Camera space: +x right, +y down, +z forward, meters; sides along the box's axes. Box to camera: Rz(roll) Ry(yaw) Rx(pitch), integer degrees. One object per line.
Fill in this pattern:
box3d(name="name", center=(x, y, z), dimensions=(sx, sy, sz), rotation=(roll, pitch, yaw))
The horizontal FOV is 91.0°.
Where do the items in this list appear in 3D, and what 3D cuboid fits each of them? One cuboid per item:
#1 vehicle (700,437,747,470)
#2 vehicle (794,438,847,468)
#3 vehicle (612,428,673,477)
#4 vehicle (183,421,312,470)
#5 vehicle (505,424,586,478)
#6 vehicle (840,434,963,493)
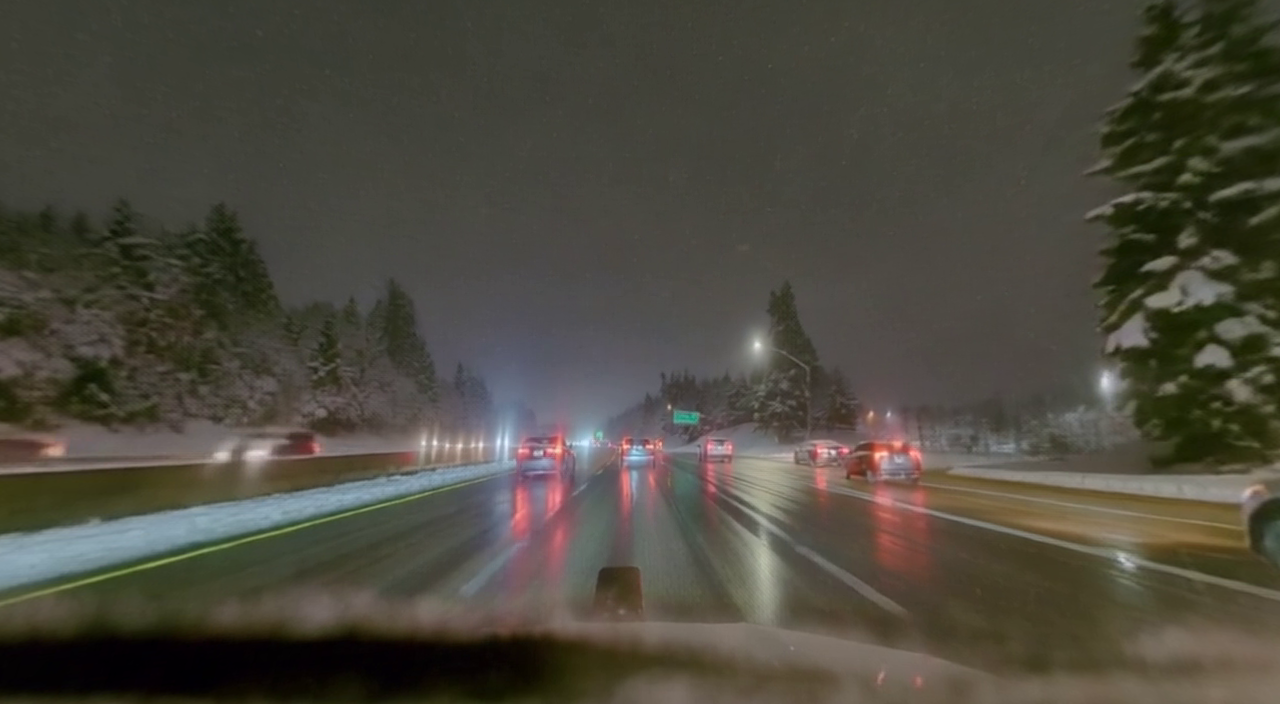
box3d(name="vehicle", center=(4.614, 5.682, 35.367), dimensions=(2.022, 1.682, 4.226), rotation=(0, -8, 0))
box3d(name="vehicle", center=(11.298, 6.360, 39.811), dimensions=(2.010, 1.765, 4.375), rotation=(1, -9, -1))
box3d(name="vehicle", center=(0.093, 3.893, 24.487), dimensions=(2.181, 1.728, 3.970), rotation=(0, -8, 0))
box3d(name="vehicle", center=(-14.188, 3.432, 23.115), dimensions=(1.885, 1.593, 4.292), rotation=(0, -8, 1))
box3d(name="vehicle", center=(-3.328, 3.640, 23.301), dimensions=(2.199, 1.777, 4.790), rotation=(0, -8, 1))
box3d(name="vehicle", center=(7.744, 3.339, 19.132), dimensions=(1.989, 1.569, 3.964), rotation=(0, -9, 0))
